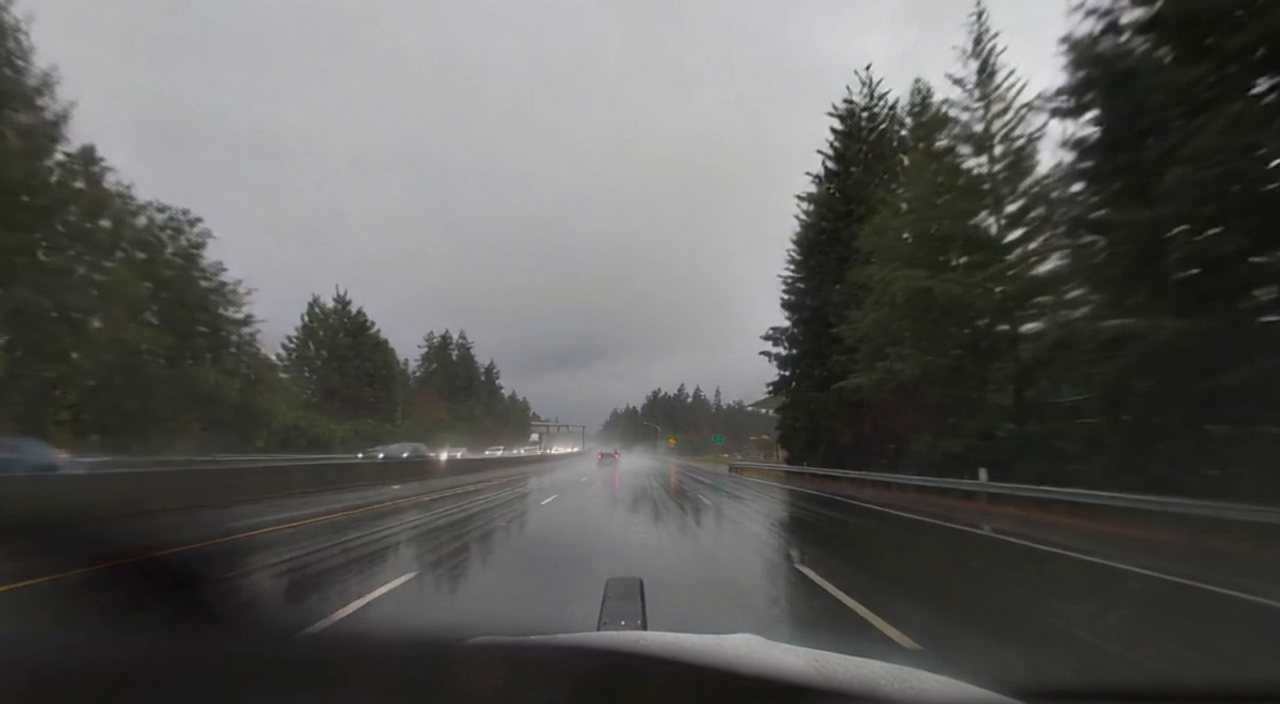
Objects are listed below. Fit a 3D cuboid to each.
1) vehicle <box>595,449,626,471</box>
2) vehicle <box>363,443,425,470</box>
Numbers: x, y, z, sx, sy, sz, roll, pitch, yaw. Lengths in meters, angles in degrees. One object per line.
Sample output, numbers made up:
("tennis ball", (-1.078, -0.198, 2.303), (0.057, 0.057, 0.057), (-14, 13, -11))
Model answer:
("vehicle", (-2.095, 7.867, 46.060), (2.011, 1.468, 3.883), (0, -9, 1))
("vehicle", (-14.755, 6.288, 38.063), (1.927, 1.514, 4.550), (0, -9, 0))
